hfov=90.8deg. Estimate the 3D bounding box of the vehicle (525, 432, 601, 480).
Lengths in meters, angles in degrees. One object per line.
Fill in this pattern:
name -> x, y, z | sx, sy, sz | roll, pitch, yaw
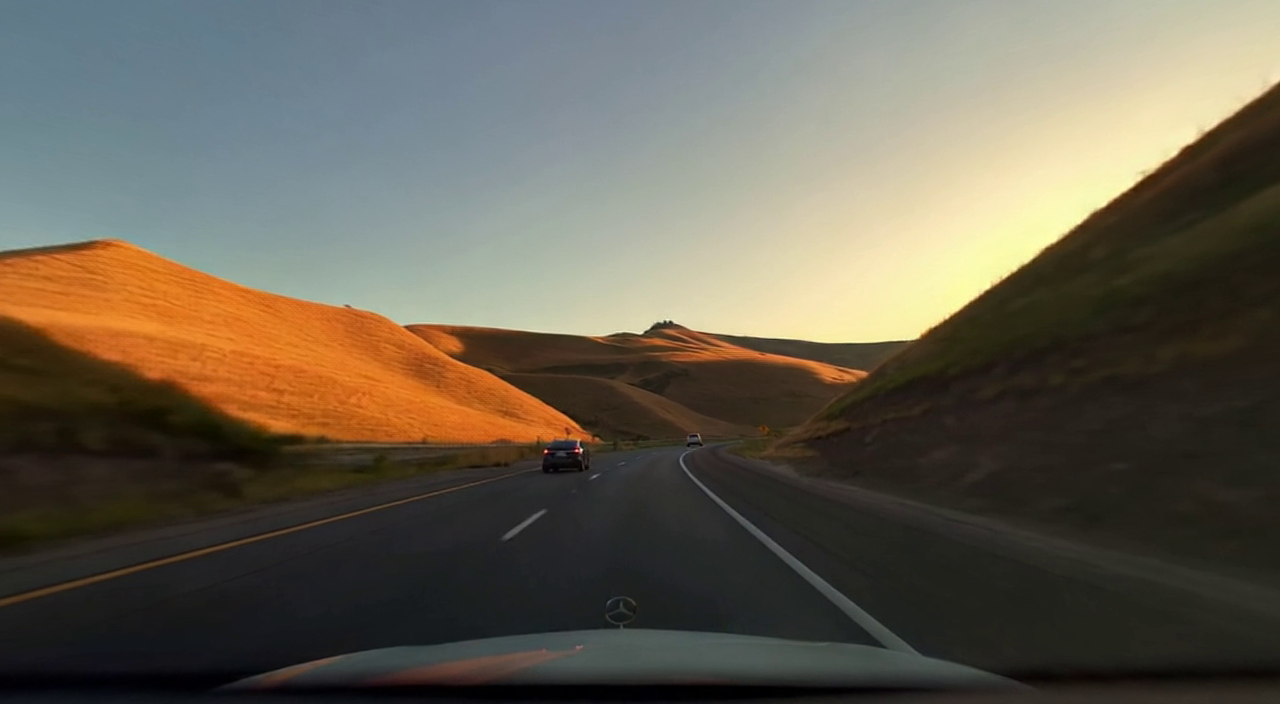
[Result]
vehicle -> -2.923, 4.107, 25.203 | 2.252, 1.743, 4.560 | -1, -8, 3
